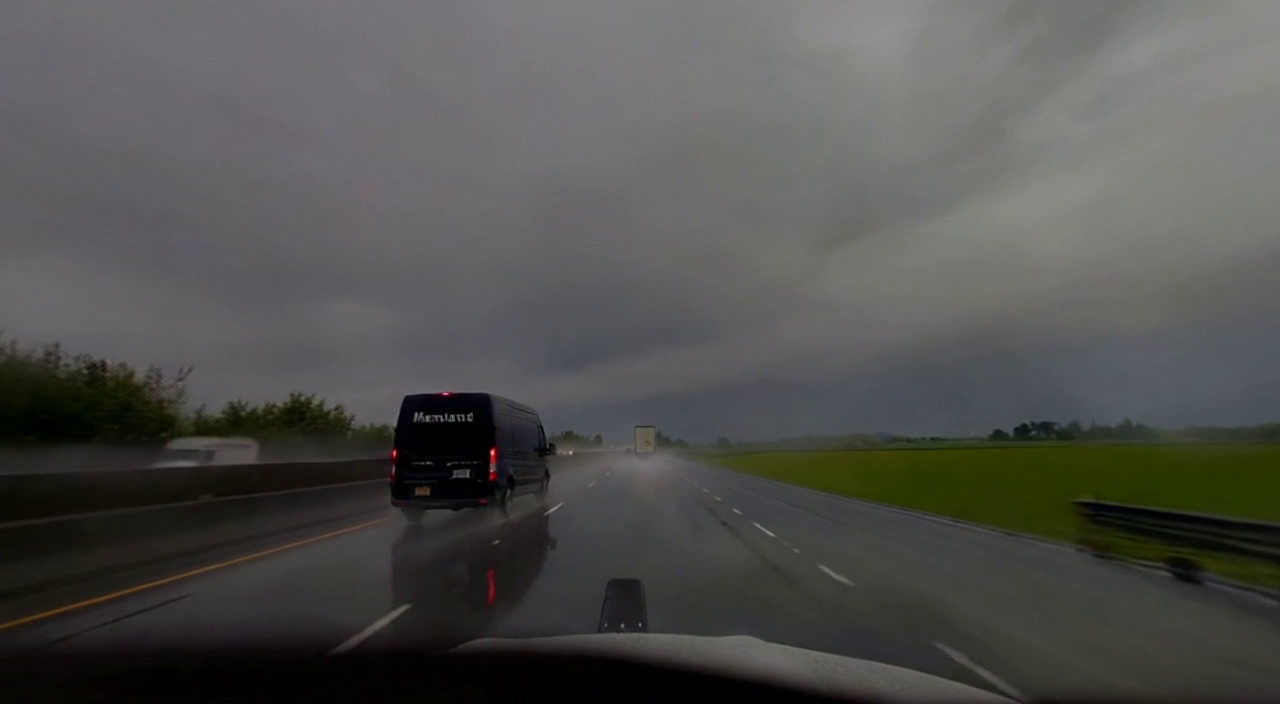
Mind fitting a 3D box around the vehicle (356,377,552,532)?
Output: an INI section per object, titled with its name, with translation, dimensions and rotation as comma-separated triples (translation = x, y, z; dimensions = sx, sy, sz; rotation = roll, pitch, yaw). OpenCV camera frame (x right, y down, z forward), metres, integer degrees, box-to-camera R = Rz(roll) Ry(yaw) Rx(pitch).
[vehicle]
translation = -3.660, 2.277, 14.338
dimensions = 2.320, 2.636, 7.021
rotation = 0, -9, 0
